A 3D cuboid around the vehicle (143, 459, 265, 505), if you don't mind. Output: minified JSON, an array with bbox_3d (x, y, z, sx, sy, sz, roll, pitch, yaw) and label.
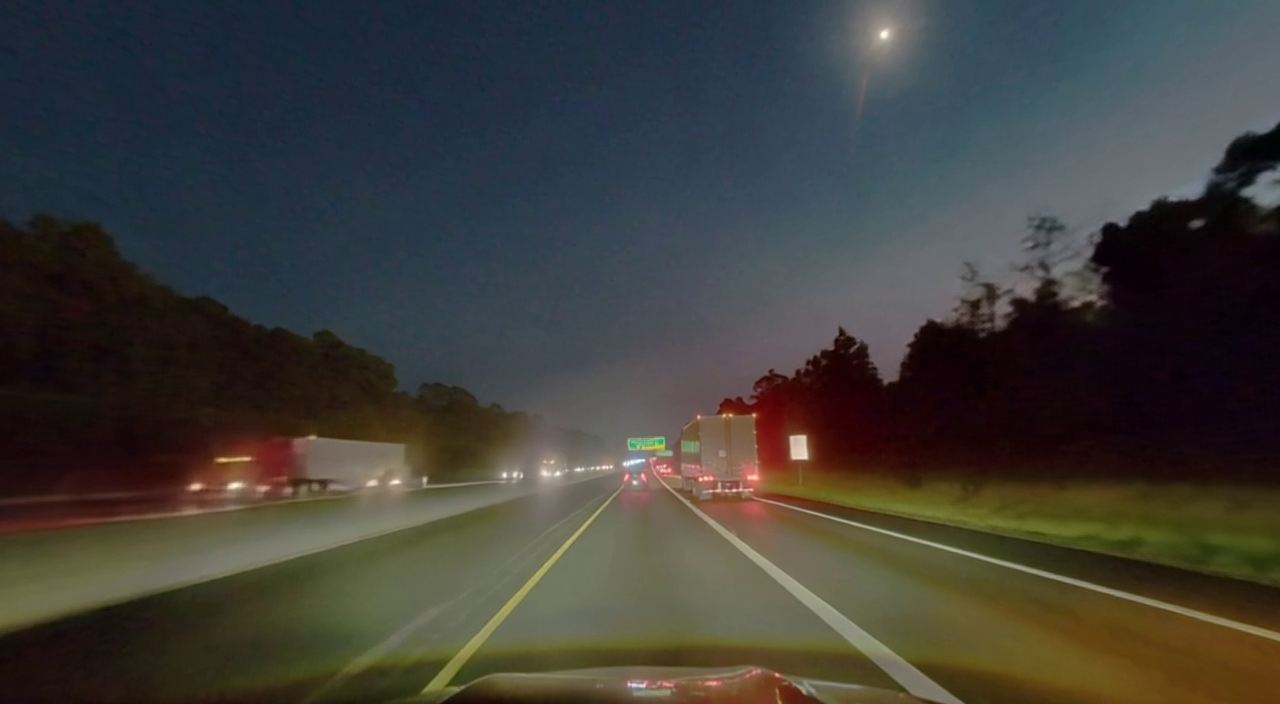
[{"bbox_3d":[-19.168,5.719,28.028,1.951,1.803,4.680,1,-10,1],"label":"vehicle"}]

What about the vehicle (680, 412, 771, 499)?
[{"bbox_3d":[4.480,6.188,36.811,3.218,4.001,14.492,1,-10,0],"label":"vehicle"}]

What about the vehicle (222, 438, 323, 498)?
[{"bbox_3d":[-19.243,6.111,33.283,2.359,2.885,4.644,0,-10,0],"label":"vehicle"}]

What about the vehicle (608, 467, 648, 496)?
[{"bbox_3d":[-0.647,7.010,34.296,2.010,1.436,3.973,1,-10,-1],"label":"vehicle"}]
